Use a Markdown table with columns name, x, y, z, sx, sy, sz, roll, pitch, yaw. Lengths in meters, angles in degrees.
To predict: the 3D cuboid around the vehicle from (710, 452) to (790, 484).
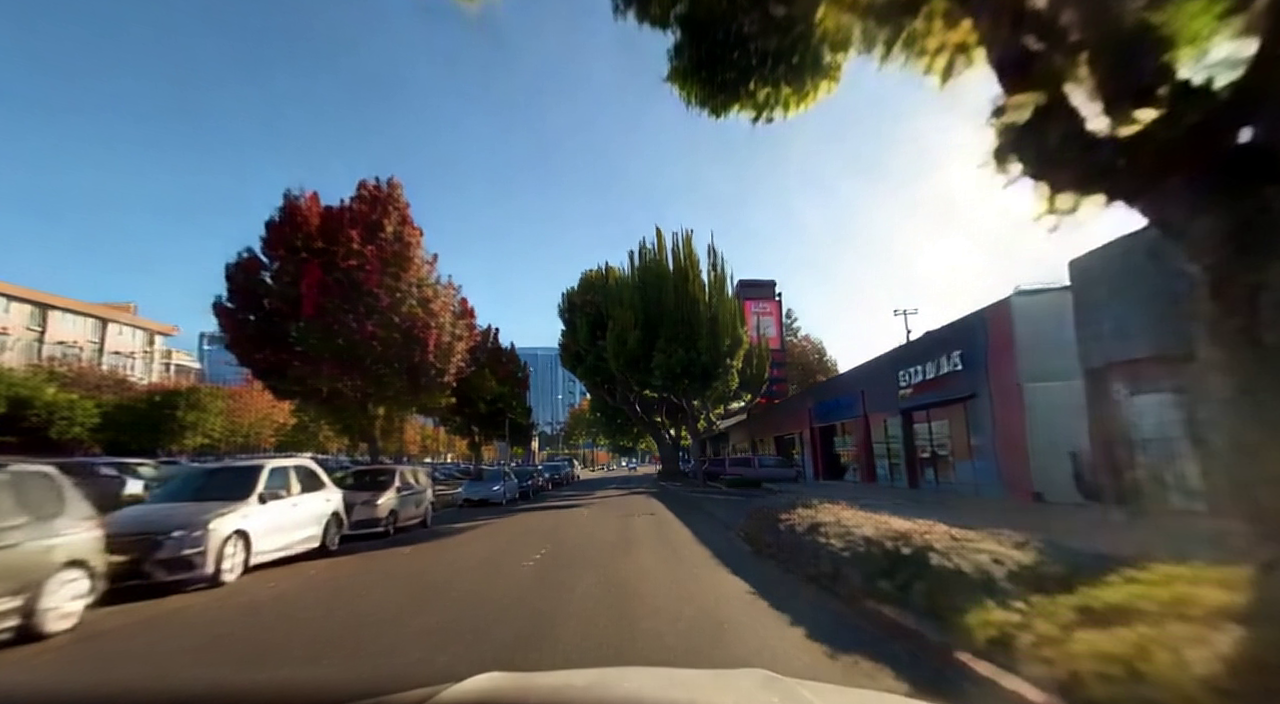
| name | x | y | z | sx | sy | sz | roll | pitch | yaw |
| --- | --- | --- | --- | --- | --- | --- | --- | --- | --- |
| vehicle | 6.204 | 6.616 | 35.911 | 4.193 | 1.665 | 1.924 | 1 | -11 | -2 |

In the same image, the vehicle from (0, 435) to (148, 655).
| name | x | y | z | sx | sy | sz | roll | pitch | yaw |
| --- | --- | --- | --- | --- | --- | --- | --- | --- | --- |
| vehicle | -6.003 | 1.375 | 4.243 | 2.060 | 1.688 | 4.083 | 1 | -11 | -1 |

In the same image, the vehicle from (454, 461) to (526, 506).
| name | x | y | z | sx | sy | sz | roll | pitch | yaw |
| --- | --- | --- | --- | --- | --- | --- | --- | --- | --- |
| vehicle | -5.923 | 5.248 | 25.456 | 1.832 | 1.623 | 4.424 | 1 | -11 | 0 |

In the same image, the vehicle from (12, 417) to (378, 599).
| name | x | y | z | sx | sy | sz | roll | pitch | yaw |
| --- | --- | --- | --- | --- | --- | --- | --- | --- | --- |
| vehicle | -6.016 | 2.190 | 9.551 | 1.990 | 2.011 | 4.765 | 1 | -11 | 0 |
